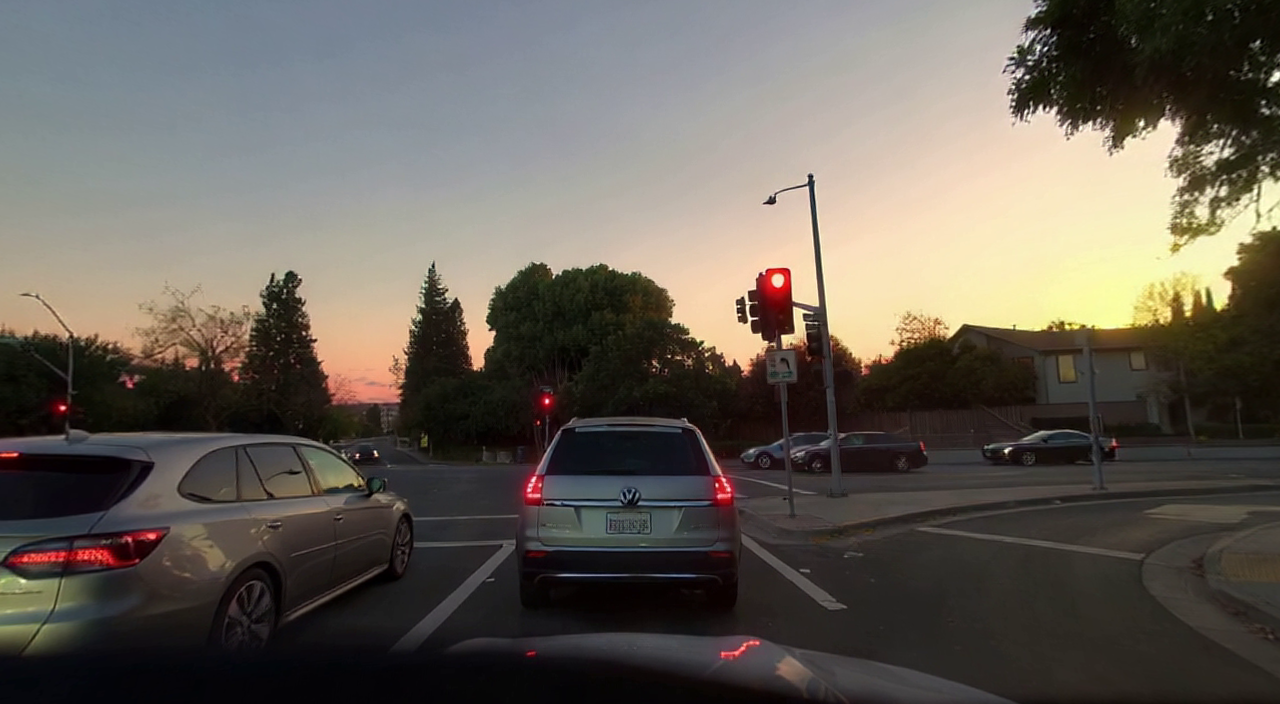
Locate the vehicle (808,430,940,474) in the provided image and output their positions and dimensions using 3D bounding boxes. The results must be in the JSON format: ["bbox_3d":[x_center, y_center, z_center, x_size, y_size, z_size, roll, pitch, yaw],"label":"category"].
[{"bbox_3d":[9.899,4.282,27.104,4.887,1.769,2.035,-1,-9,6],"label":"vehicle"}]

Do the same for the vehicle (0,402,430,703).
[{"bbox_3d":[-3.299,1.272,4.725,2.035,1.492,4.415,0,-9,-2],"label":"vehicle"}]

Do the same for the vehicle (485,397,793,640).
[{"bbox_3d":[-0.151,1.468,6.574,2.154,1.670,4.140,1,-9,-5],"label":"vehicle"}]

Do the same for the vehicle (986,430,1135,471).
[{"bbox_3d":[17.363,4.102,26.293,4.670,1.616,1.926,-1,-9,6],"label":"vehicle"}]
